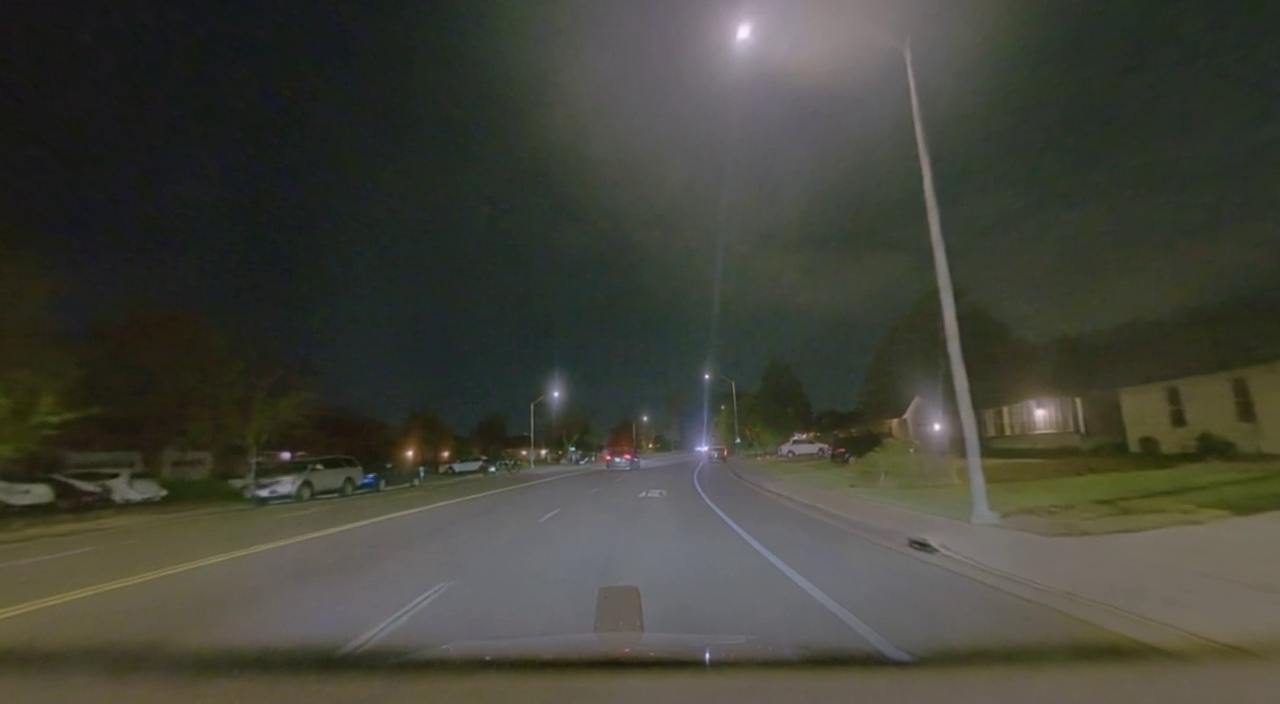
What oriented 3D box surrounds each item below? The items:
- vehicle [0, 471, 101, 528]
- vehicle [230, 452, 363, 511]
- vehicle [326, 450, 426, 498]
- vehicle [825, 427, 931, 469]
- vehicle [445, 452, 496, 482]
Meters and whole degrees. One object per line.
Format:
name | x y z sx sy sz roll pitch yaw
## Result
vehicle | -18.416 4.246 18.245 1.872 1.396 4.150 -1 -8 3
vehicle | -13.637 5.100 25.577 2.157 1.882 5.479 -5 -9 3
vehicle | -13.189 6.096 32.075 2.114 1.931 5.936 -7 -9 4
vehicle | 11.694 4.762 31.299 4.383 1.602 1.920 -5 -9 2
vehicle | -12.024 8.163 45.094 2.009 1.789 4.449 -5 -9 6
